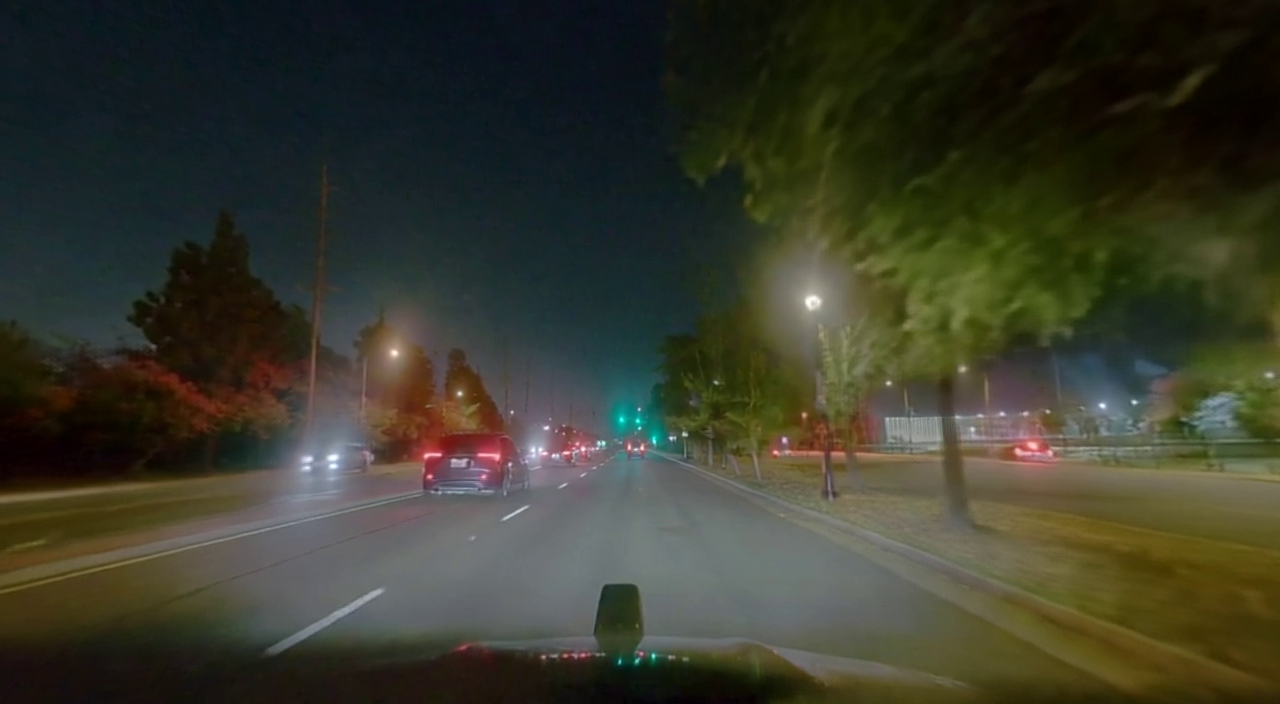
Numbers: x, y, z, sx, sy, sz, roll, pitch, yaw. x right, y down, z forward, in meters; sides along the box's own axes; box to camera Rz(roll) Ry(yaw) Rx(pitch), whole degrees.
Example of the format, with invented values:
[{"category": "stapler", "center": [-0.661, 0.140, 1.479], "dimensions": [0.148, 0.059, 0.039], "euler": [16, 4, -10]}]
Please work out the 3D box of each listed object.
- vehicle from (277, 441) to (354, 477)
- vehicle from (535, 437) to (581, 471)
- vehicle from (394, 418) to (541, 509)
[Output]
[{"category": "vehicle", "center": [-17.314, 5.698, 33.976], "dimensions": [1.928, 1.618, 4.377], "euler": [1, -6, -2]}, {"category": "vehicle", "center": [-4.364, 5.454, 34.073], "dimensions": [2.041, 1.698, 4.094], "euler": [0, -8, -2]}, {"category": "vehicle", "center": [-3.848, 2.592, 15.104], "dimensions": [2.189, 1.807, 4.467], "euler": [0, -8, 1]}]
